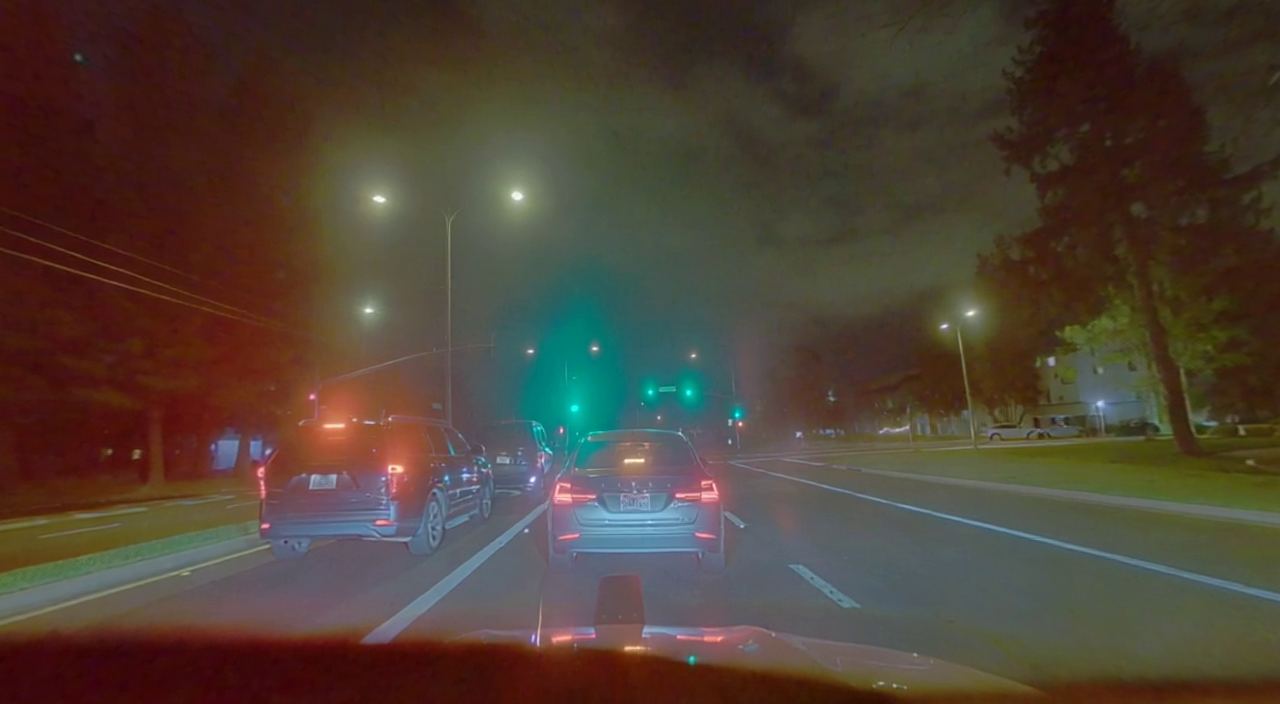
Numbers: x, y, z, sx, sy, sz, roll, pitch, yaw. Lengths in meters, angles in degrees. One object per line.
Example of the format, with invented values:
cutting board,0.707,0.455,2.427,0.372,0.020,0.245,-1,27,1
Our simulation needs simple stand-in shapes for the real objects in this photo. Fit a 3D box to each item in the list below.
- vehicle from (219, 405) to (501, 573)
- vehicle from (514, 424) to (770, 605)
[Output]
vehicle,-3.413,1.754,8.822,2.046,1.751,4.208,0,-8,-1
vehicle,-0.039,1.646,7.310,2.126,1.475,3.967,0,-8,-2
